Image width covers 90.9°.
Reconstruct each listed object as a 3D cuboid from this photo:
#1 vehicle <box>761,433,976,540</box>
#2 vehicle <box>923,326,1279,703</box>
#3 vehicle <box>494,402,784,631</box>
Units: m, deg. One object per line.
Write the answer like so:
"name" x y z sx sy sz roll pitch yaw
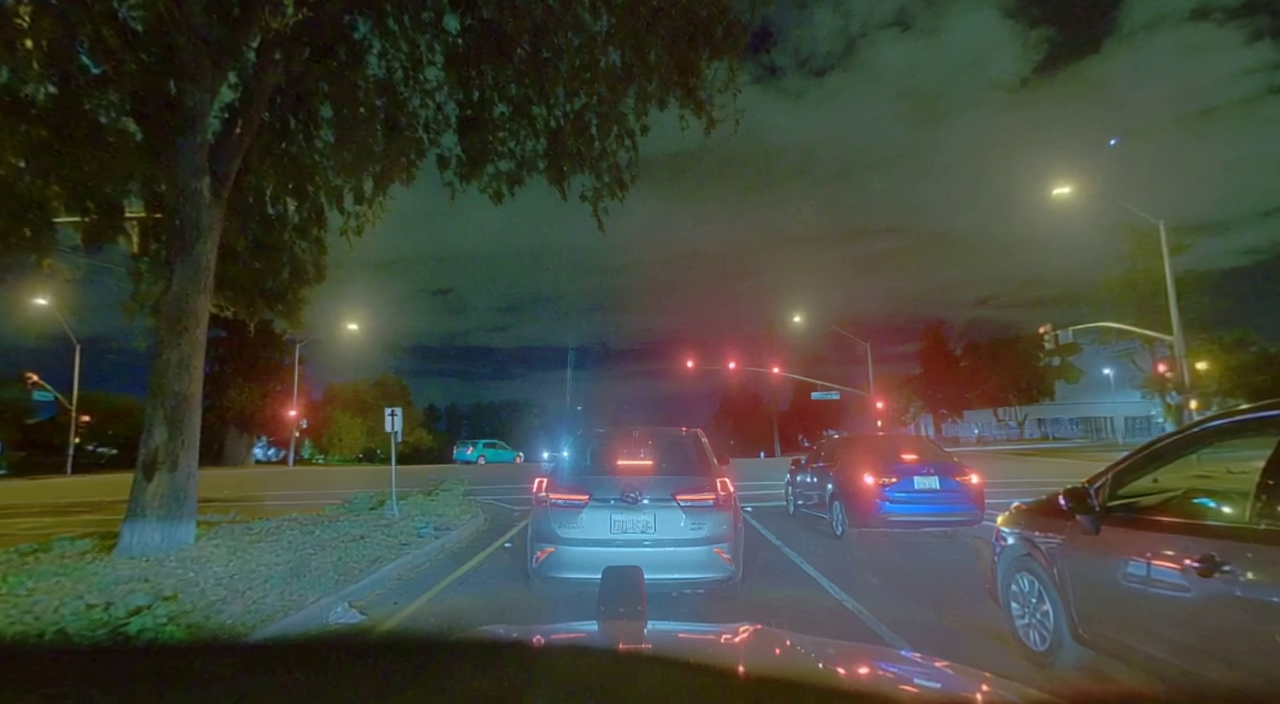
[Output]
"vehicle" 3.689 2.258 11.299 2.054 1.482 4.654 0 -9 -1
"vehicle" 3.718 0.937 3.422 2.162 1.829 4.519 0 -9 -1
"vehicle" -0.020 1.470 6.506 2.074 1.631 3.793 0 -9 0
